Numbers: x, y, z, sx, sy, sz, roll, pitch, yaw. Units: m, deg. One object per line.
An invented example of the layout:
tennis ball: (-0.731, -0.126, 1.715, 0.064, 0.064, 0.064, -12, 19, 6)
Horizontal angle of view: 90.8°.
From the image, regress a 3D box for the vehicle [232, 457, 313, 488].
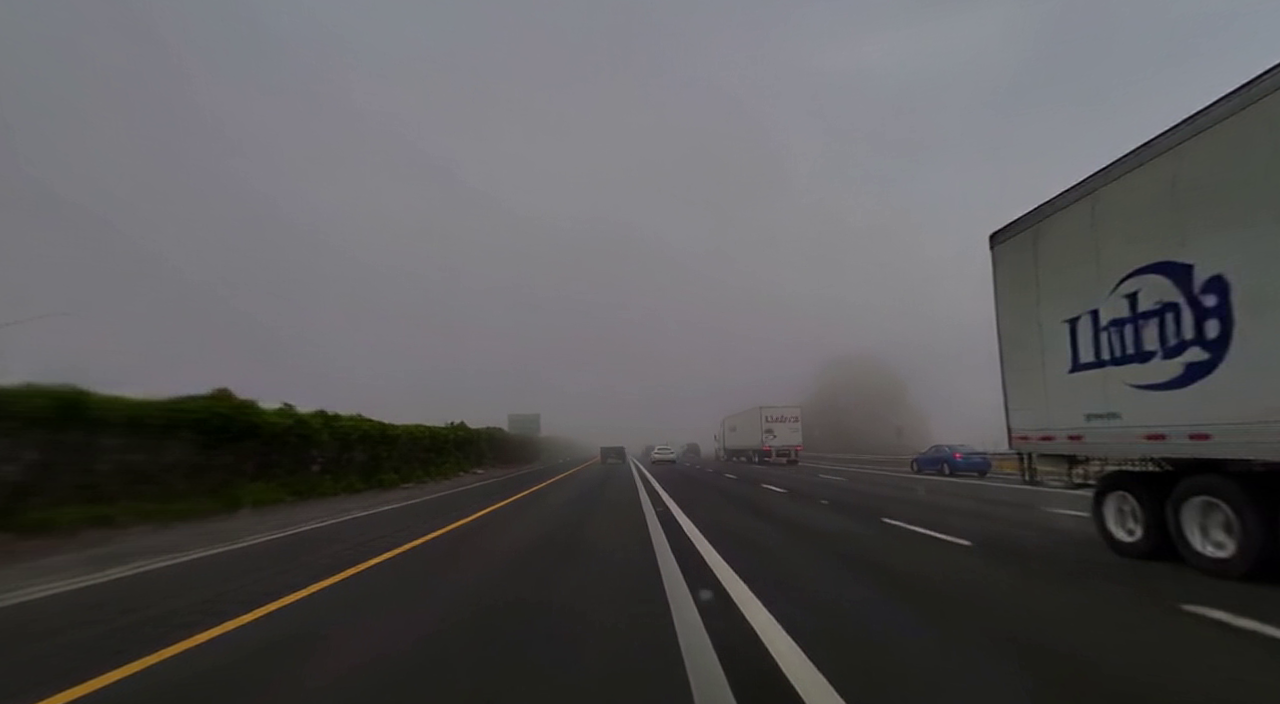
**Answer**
vehicle: (-20.891, 6.839, 36.159, 1.898, 1.587, 4.566, 0, -9, -1)

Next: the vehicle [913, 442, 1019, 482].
vehicle: (13.166, 4.448, 25.855, 1.862, 1.462, 4.459, 0, -9, -2)

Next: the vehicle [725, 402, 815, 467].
vehicle: (9.414, 6.482, 48.651, 2.892, 4.128, 16.495, 0, -9, -2)
